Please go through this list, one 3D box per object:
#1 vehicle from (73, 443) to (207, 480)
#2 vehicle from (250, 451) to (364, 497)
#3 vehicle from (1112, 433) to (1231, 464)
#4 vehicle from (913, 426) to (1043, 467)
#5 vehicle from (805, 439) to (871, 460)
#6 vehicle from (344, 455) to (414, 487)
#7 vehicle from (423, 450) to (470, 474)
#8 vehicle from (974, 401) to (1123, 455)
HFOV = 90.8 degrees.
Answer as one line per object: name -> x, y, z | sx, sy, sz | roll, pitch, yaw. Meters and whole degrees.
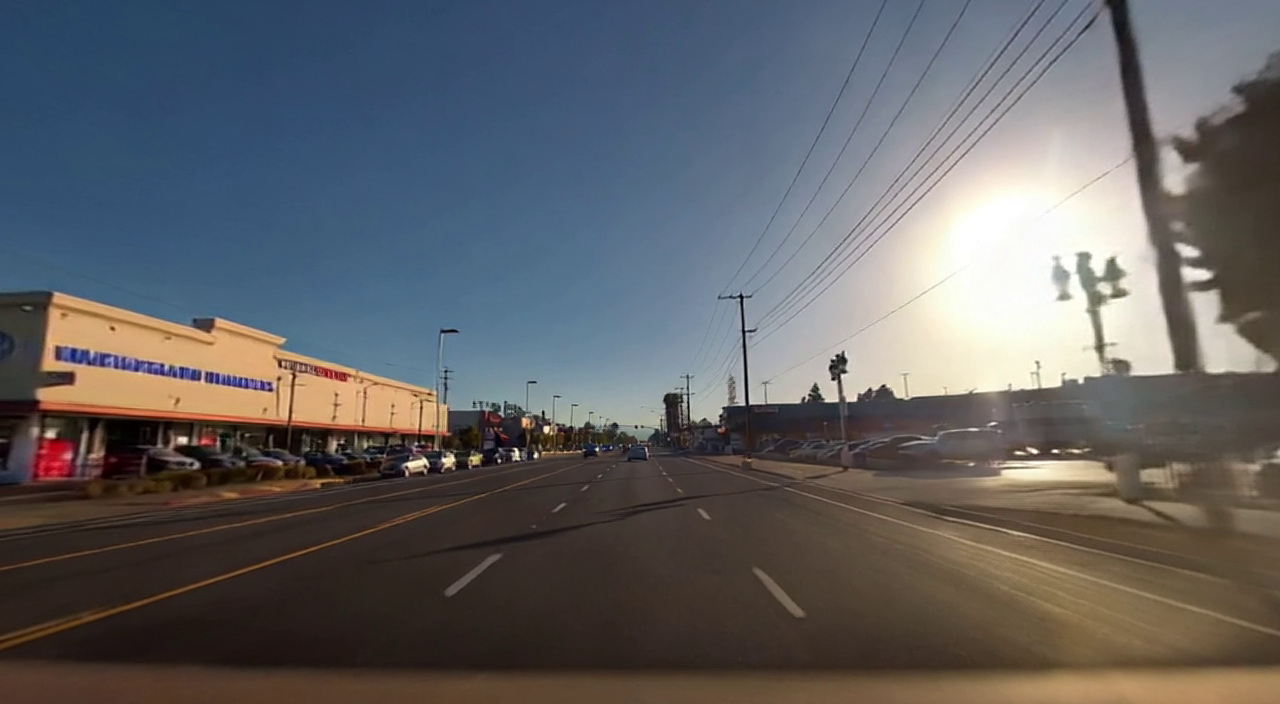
vehicle -> -23.942, 5.251, 30.469 | 4.527, 1.679, 2.055 | 3, -9, -18
vehicle -> -13.763, 5.015, 26.526 | 2.014, 1.523, 5.092 | -3, -8, 1
vehicle -> 26.894, 4.889, 32.052 | 4.367, 1.458, 1.857 | 0, -9, -3
vehicle -> 15.349, 4.303, 28.923 | 4.667, 1.775, 2.199 | 0, -9, -1
vehicle -> 14.980, 7.397, 47.883 | 4.300, 1.431, 1.937 | -2, -7, 1
vehicle -> -13.631, 6.197, 33.280 | 1.791, 1.377, 4.807 | -2, -8, -1
vehicle -> -13.712, 7.817, 45.013 | 1.901, 1.552, 4.541 | 0, -8, 0
vehicle -> 29.567, 5.579, 45.987 | 8.821, 3.745, 2.909 | 0, -9, -3
